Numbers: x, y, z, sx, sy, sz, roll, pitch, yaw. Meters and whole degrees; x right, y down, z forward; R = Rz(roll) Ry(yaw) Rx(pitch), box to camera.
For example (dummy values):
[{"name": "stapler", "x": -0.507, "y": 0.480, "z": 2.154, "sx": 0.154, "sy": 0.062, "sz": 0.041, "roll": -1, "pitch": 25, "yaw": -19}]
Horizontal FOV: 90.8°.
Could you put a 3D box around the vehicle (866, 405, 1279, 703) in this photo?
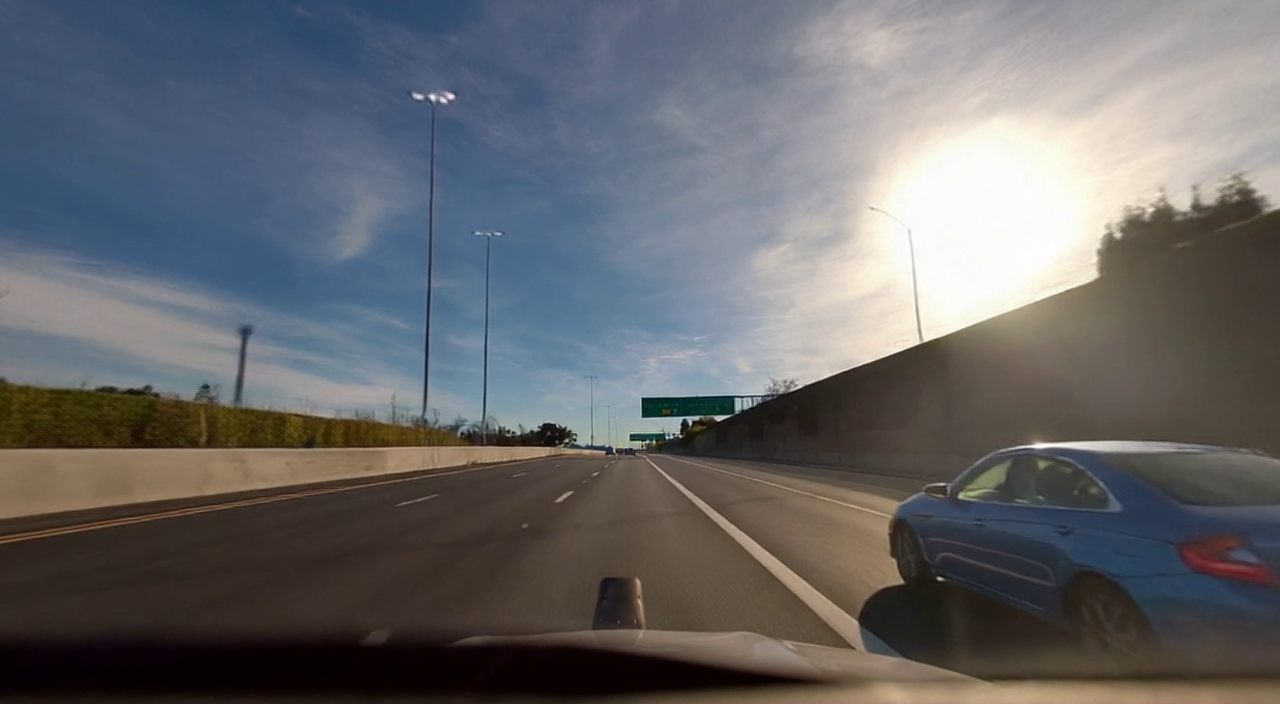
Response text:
[{"name": "vehicle", "x": 3.416, "y": 1.227, "z": 4.276, "sx": 1.989, "sy": 1.479, "sz": 4.670, "roll": 0, "pitch": -9, "yaw": -1}]
